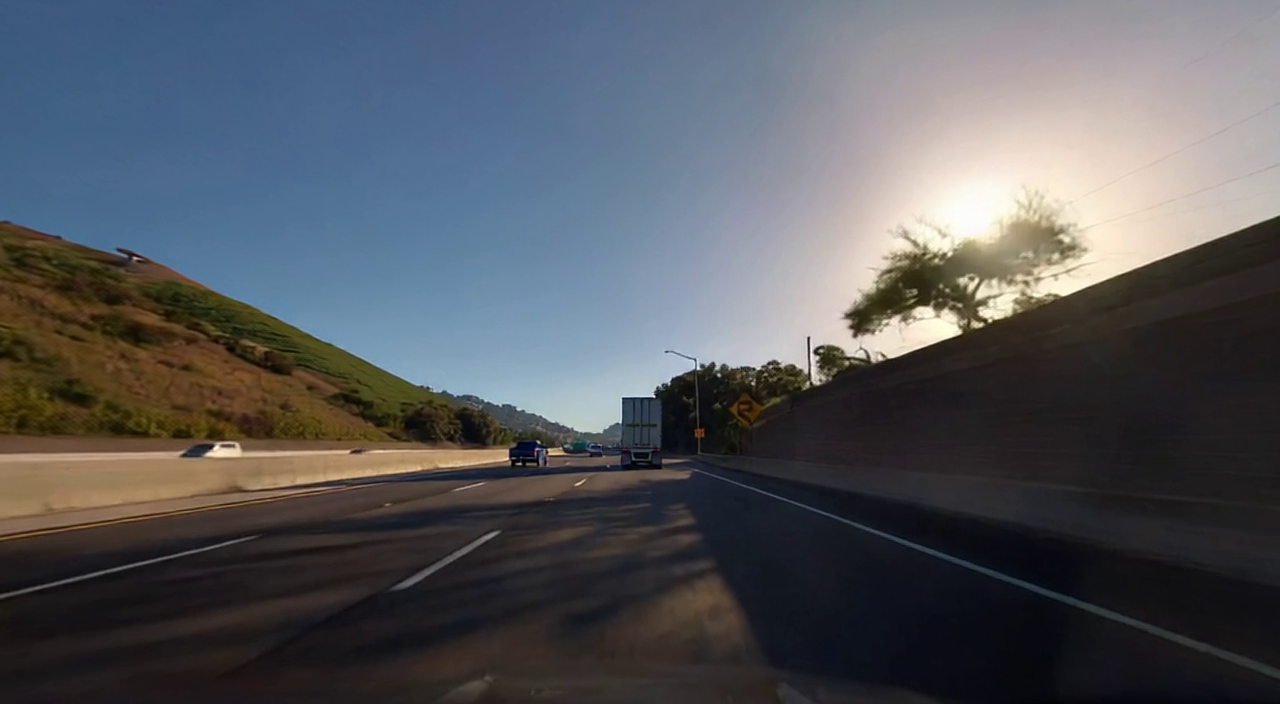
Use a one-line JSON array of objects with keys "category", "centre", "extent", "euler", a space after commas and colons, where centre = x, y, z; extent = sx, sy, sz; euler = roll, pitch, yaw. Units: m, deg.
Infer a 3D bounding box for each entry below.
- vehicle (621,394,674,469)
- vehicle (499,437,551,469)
[{"category": "vehicle", "centre": [0.507, 5.601, 43.245], "extent": [2.951, 4.229, 15.519], "euler": [0, -8, 1]}, {"category": "vehicle", "centre": [-6.995, 6.222, 39.106], "extent": [2.113, 1.837, 5.339], "euler": [0, -8, 1]}]
